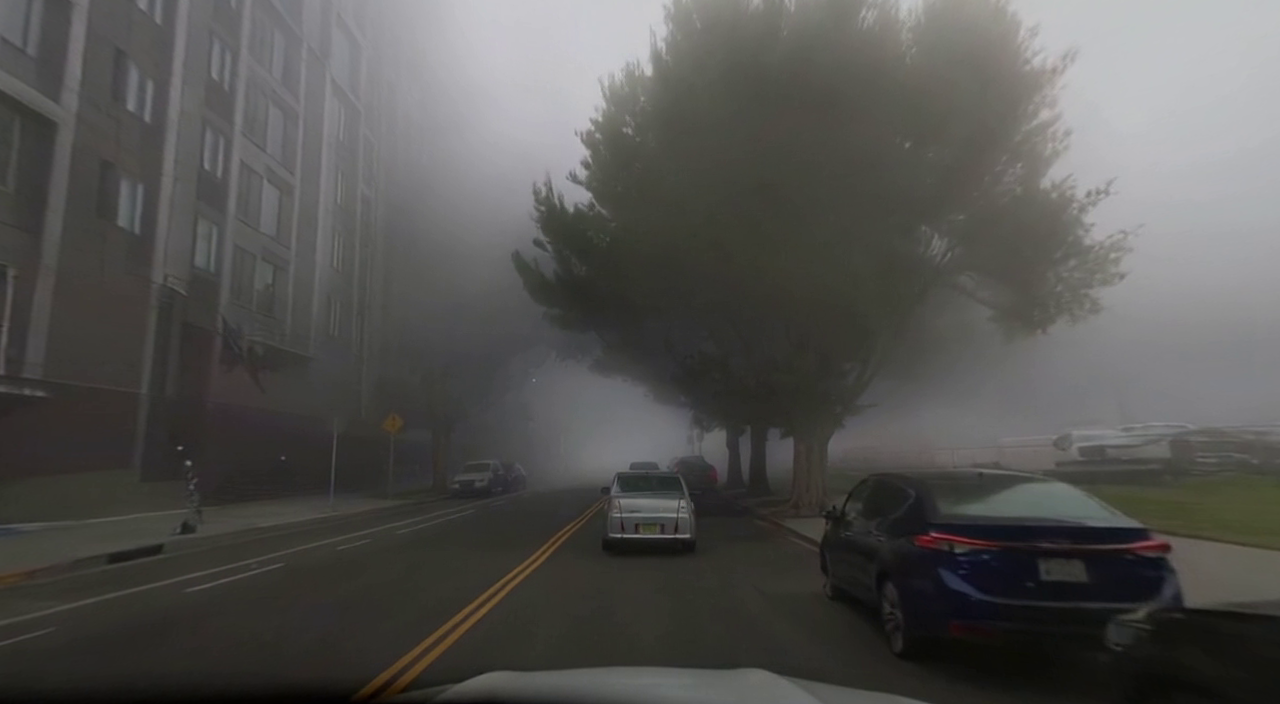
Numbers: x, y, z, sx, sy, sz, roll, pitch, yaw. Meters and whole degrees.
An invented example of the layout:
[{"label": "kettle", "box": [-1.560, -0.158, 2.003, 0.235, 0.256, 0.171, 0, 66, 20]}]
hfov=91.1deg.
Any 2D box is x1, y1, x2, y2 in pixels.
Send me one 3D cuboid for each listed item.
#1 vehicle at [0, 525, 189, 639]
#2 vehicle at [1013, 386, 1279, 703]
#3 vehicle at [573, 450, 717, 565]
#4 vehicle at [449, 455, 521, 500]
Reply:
[{"label": "vehicle", "box": [-6.858, 2.153, 5.545, 2.223, 0.774, 4.789, 1, -10, 1]}, {"label": "vehicle", "box": [2.666, 0.742, 0.855, 1.884, 1.566, 4.018, 0, -10, 1]}, {"label": "vehicle", "box": [0.054, 2.538, 10.777, 2.018, 1.583, 3.646, 1, -10, -1]}, {"label": "vehicle", "box": [-6.634, 5.503, 27.360, 2.024, 1.654, 4.396, -3, -12, -1]}]
